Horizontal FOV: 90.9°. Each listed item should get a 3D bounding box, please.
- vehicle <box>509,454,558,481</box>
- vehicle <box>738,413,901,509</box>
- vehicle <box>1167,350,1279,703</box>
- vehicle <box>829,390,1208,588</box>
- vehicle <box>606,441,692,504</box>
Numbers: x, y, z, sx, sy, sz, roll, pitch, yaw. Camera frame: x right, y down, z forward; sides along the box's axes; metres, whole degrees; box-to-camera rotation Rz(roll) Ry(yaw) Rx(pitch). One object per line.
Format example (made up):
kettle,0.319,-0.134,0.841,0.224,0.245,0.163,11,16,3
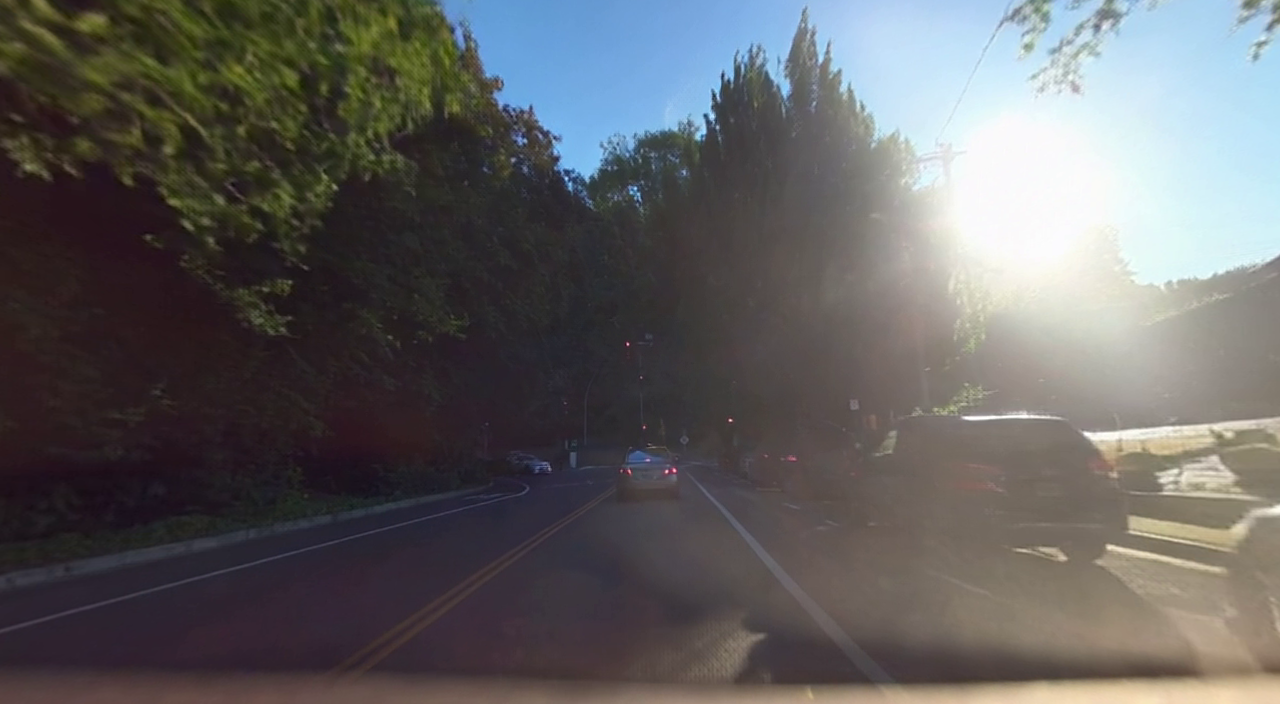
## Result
vehicle,-8.425,8.990,49.352,2.131,1.961,4.955,5,-10,-30
vehicle,4.311,2.795,16.646,2.484,2.037,6.362,0,-8,0
vehicle,4.099,0.616,1.378,1.969,1.738,4.515,0,-8,1
vehicle,4.173,1.592,8.132,2.093,1.822,4.483,0,-8,0
vehicle,0.280,3.224,17.349,2.078,1.521,4.058,0,-8,2
